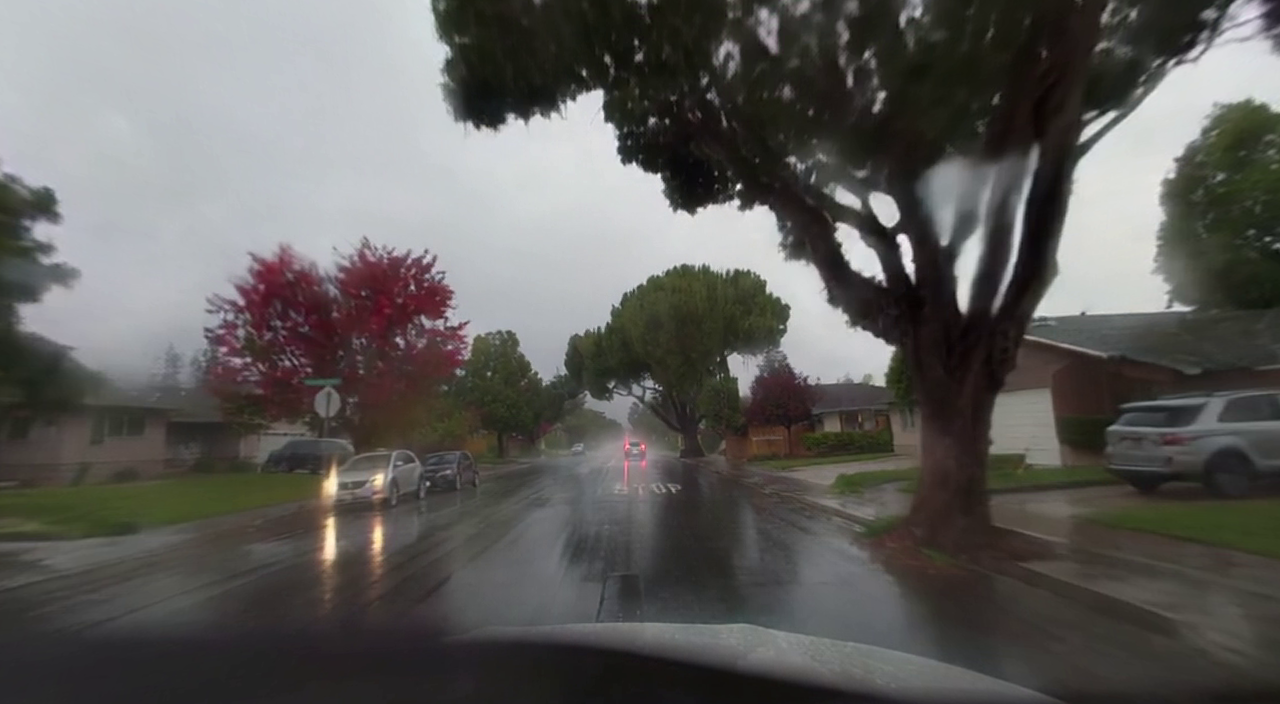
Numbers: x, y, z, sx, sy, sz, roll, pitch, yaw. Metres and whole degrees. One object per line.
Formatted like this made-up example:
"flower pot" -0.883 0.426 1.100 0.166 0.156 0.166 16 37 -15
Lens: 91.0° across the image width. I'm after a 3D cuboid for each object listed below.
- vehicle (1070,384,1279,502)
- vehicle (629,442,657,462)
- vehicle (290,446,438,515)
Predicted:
"vehicle" 11.314 1.620 11.239 5.585 1.892 2.198 0 -8 0
"vehicle" 0.260 7.718 48.794 2.043 1.484 4.340 0 -8 1
"vehicle" -7.028 3.271 16.686 1.972 1.543 4.622 0 -8 -2
